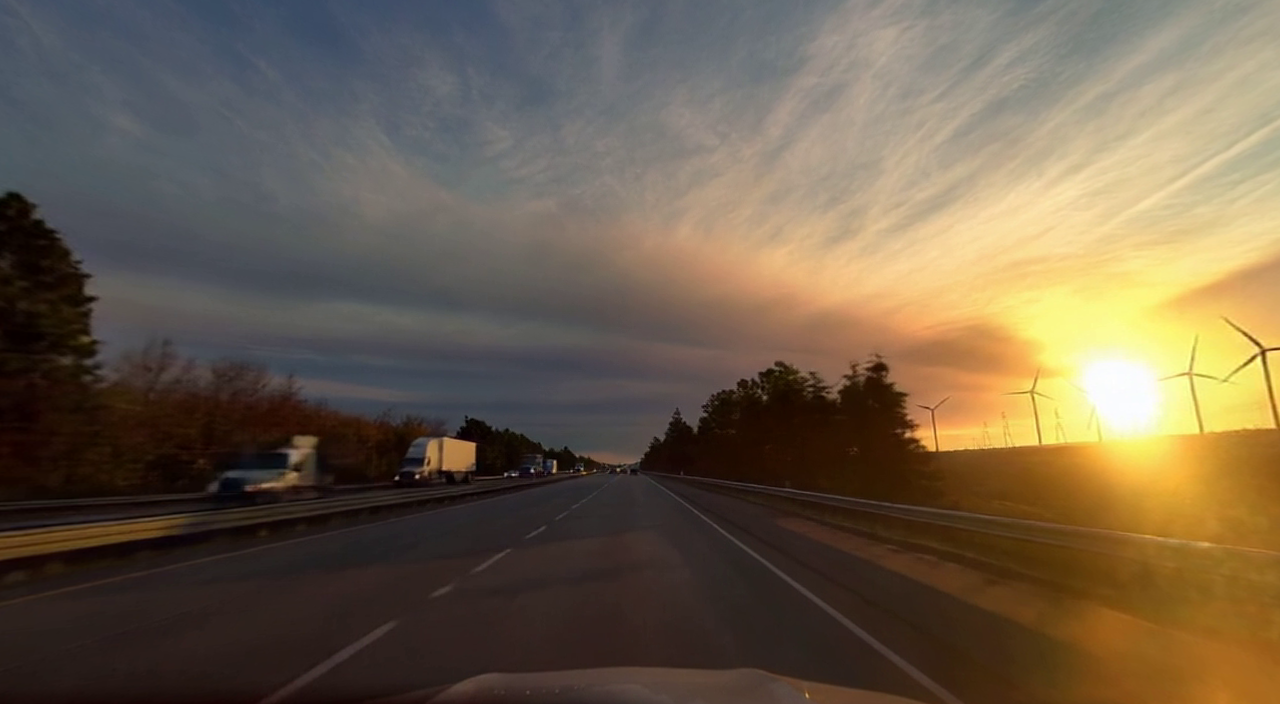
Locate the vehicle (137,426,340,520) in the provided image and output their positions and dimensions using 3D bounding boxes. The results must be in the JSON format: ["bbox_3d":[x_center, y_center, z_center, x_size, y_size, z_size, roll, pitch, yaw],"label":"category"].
[{"bbox_3d":[-11.864,3.687,19.377,2.421,2.406,5.665,0,-11,0],"label":"vehicle"}]
